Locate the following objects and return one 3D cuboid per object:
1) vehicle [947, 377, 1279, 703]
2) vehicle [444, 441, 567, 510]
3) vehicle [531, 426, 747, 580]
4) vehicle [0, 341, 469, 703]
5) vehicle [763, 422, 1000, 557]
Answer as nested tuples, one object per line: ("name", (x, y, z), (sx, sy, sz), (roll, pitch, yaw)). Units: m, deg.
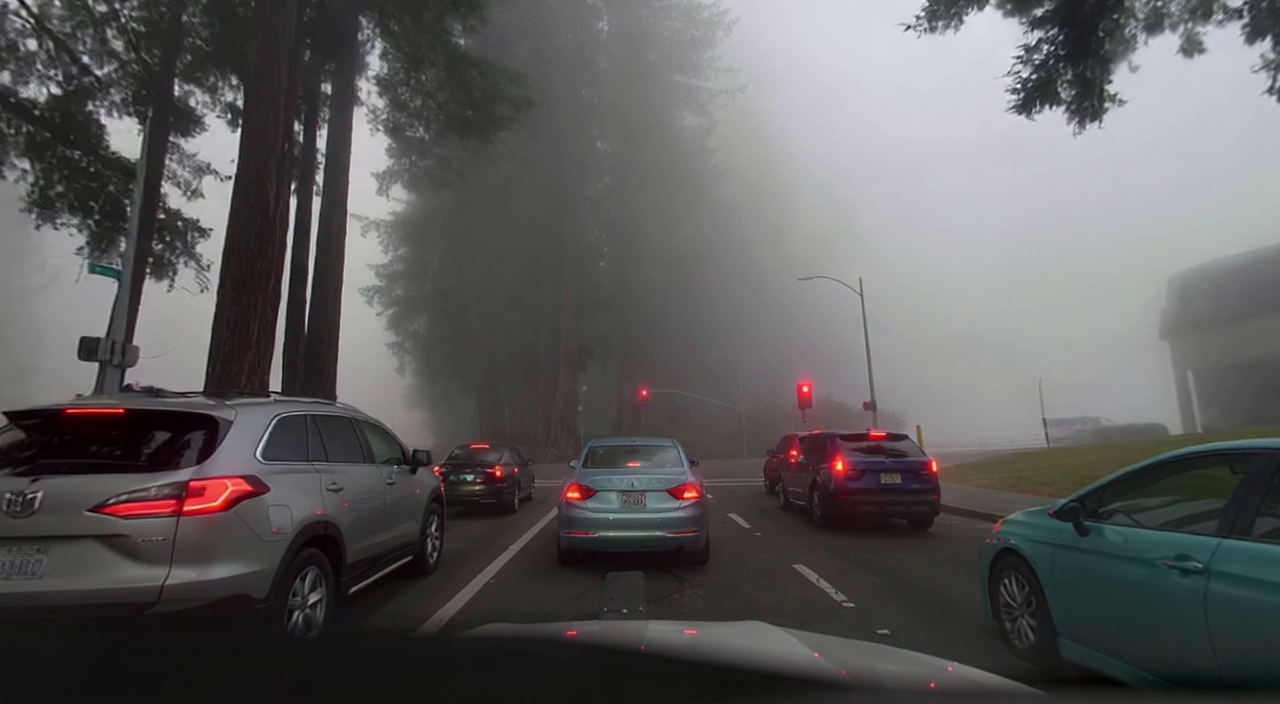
("vehicle", (3.322, 0.965, 2.832), (1.899, 1.588, 3.888), (0, -9, 0))
("vehicle", (-3.058, 2.903, 15.315), (1.975, 1.420, 4.196), (-1, -9, 1))
("vehicle", (-0.036, 1.804, 8.328), (2.147, 1.507, 3.953), (0, -8, -1))
("vehicle", (-3.146, 1.166, 5.051), (2.168, 1.750, 4.625), (-1, -9, 1))
("vehicle", (3.409, 2.024, 10.013), (2.040, 1.647, 4.379), (0, -9, 0))
